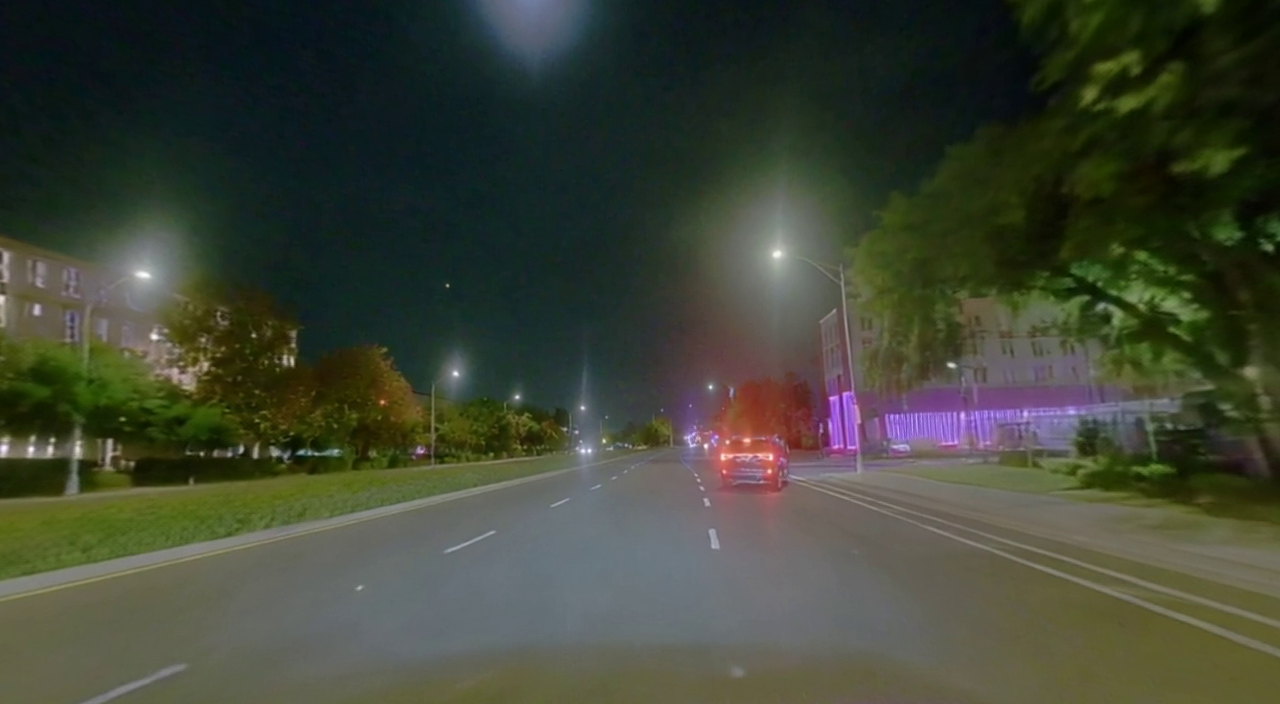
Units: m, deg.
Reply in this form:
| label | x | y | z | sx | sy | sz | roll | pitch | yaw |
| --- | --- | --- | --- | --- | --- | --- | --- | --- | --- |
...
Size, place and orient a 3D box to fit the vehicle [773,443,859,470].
| label | x | y | z | sx | sy | sz | roll | pitch | yaw |
| --- | --- | --- | --- | --- | --- | --- | --- | --- | --- |
| vehicle | 10.415 | 6.180 | 37.460 | 4.733 | 1.499 | 2.000 | -3 | -9 | 17 |

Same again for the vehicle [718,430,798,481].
| label | x | y | z | sx | sy | sz | roll | pitch | yaw |
| --- | --- | --- | --- | --- | --- | --- | --- | --- | --- |
| vehicle | 5.237 | 4.443 | 27.443 | 2.477 | 1.991 | 5.157 | -3 | -9 | 20 |

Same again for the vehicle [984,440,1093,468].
| label | x | y | z | sx | sy | sz | roll | pitch | yaw |
| --- | --- | --- | --- | --- | --- | --- | --- | --- | --- |
| vehicle | 22.168 | 5.703 | 35.308 | 4.698 | 1.465 | 1.914 | -1 | -8 | 7 |
